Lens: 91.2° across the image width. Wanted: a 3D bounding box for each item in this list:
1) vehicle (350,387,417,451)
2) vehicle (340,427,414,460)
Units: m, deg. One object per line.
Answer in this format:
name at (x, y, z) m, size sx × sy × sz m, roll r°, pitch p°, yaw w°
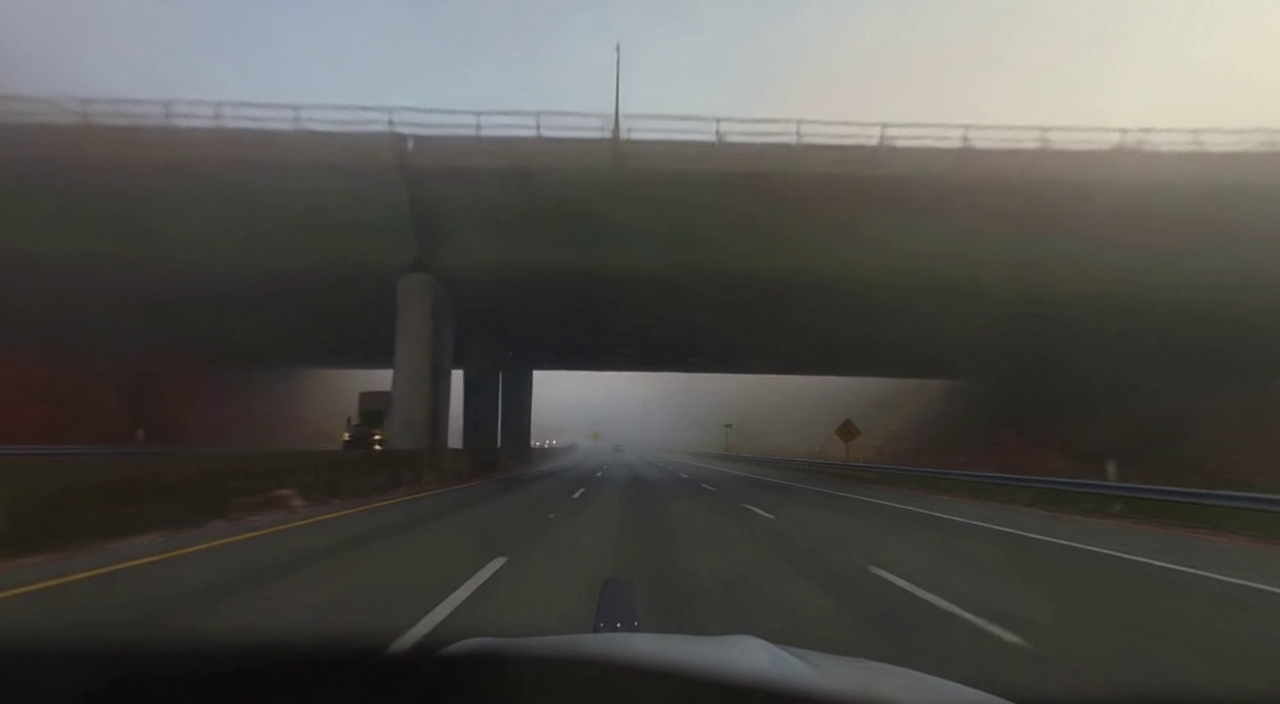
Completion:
vehicle at (-17.506, 4.683, 43.041) m, size 2.975 × 3.969 × 3.953 m, roll -3°, pitch -10°, yaw -2°
vehicle at (-13.075, 4.624, 31.445) m, size 1.932 × 1.533 × 4.143 m, roll 0°, pitch -9°, yaw -1°
